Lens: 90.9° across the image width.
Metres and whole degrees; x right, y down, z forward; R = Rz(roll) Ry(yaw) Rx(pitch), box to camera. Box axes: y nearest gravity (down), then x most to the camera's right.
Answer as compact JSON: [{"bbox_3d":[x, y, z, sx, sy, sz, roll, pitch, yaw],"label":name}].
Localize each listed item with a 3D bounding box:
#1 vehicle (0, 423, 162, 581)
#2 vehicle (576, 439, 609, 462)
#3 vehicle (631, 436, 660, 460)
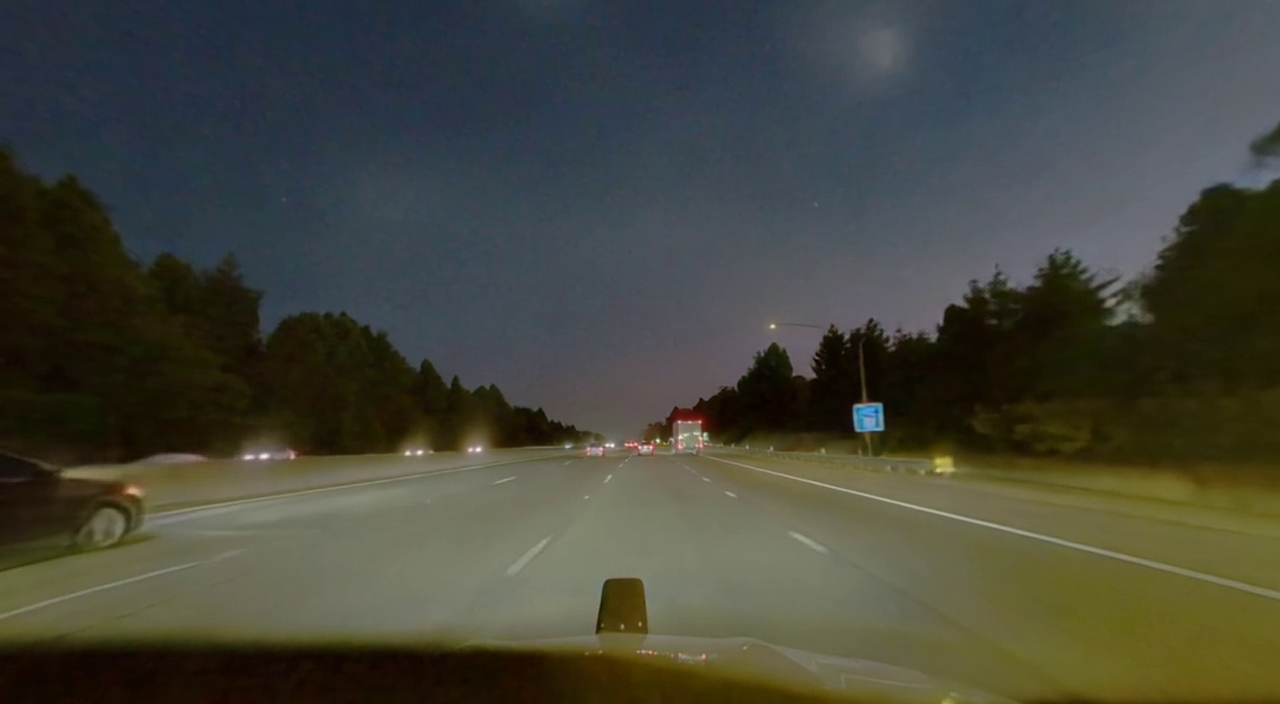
[{"bbox_3d":[-7.173,1.385,5.675,1.947,1.513,4.751,0,-9,1],"label":"vehicle"},{"bbox_3d":[-3.388,7.111,45.440,2.025,1.571,3.662,0,-9,1],"label":"vehicle"},{"bbox_3d":[0.408,7.583,49.721,2.212,1.807,4.372,0,-9,0],"label":"vehicle"}]
